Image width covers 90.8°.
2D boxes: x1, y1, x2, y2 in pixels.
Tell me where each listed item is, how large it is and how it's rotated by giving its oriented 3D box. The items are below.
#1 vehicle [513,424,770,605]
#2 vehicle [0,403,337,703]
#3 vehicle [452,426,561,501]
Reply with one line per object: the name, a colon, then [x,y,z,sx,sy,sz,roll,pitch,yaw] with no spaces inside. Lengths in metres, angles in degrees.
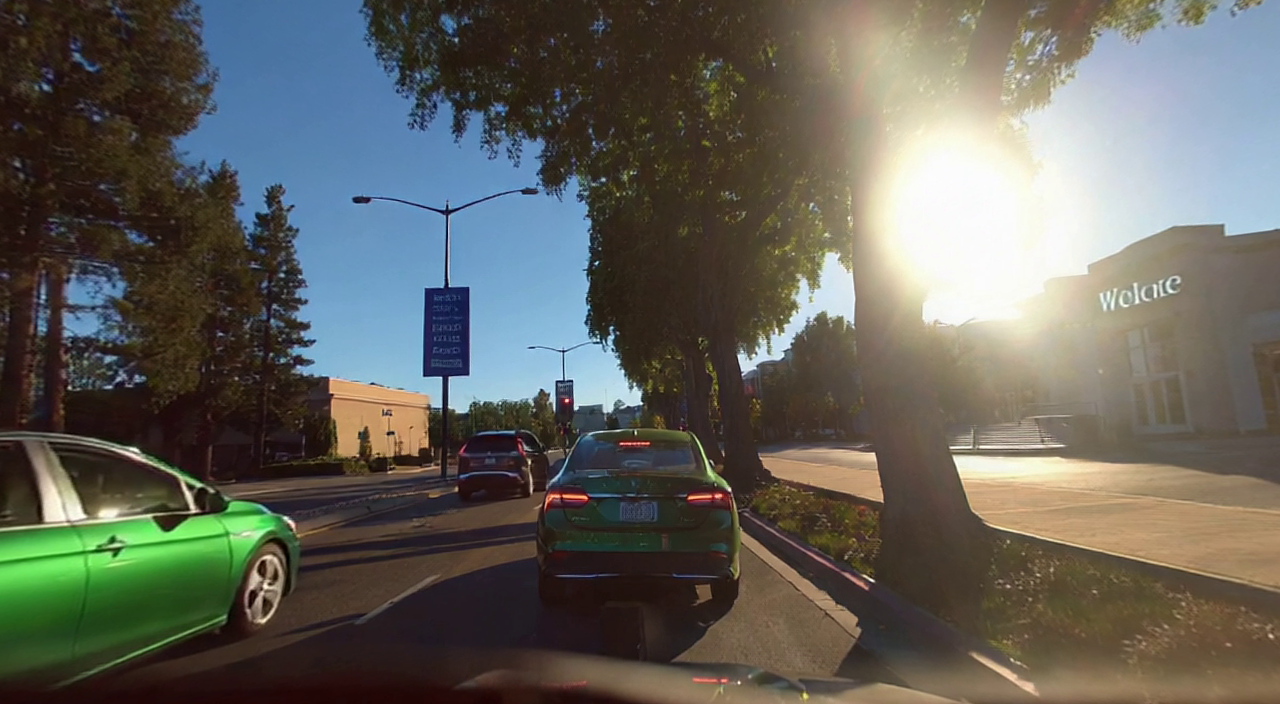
vehicle: [-0.048,1.640,7.290,2.126,1.475,3.967,0,-8,-2]
vehicle: [-3.490,1.020,2.933,1.961,1.487,4.453,0,-8,0]
vehicle: [-3.431,2.957,17.099,2.046,1.751,4.208,0,-8,-1]
